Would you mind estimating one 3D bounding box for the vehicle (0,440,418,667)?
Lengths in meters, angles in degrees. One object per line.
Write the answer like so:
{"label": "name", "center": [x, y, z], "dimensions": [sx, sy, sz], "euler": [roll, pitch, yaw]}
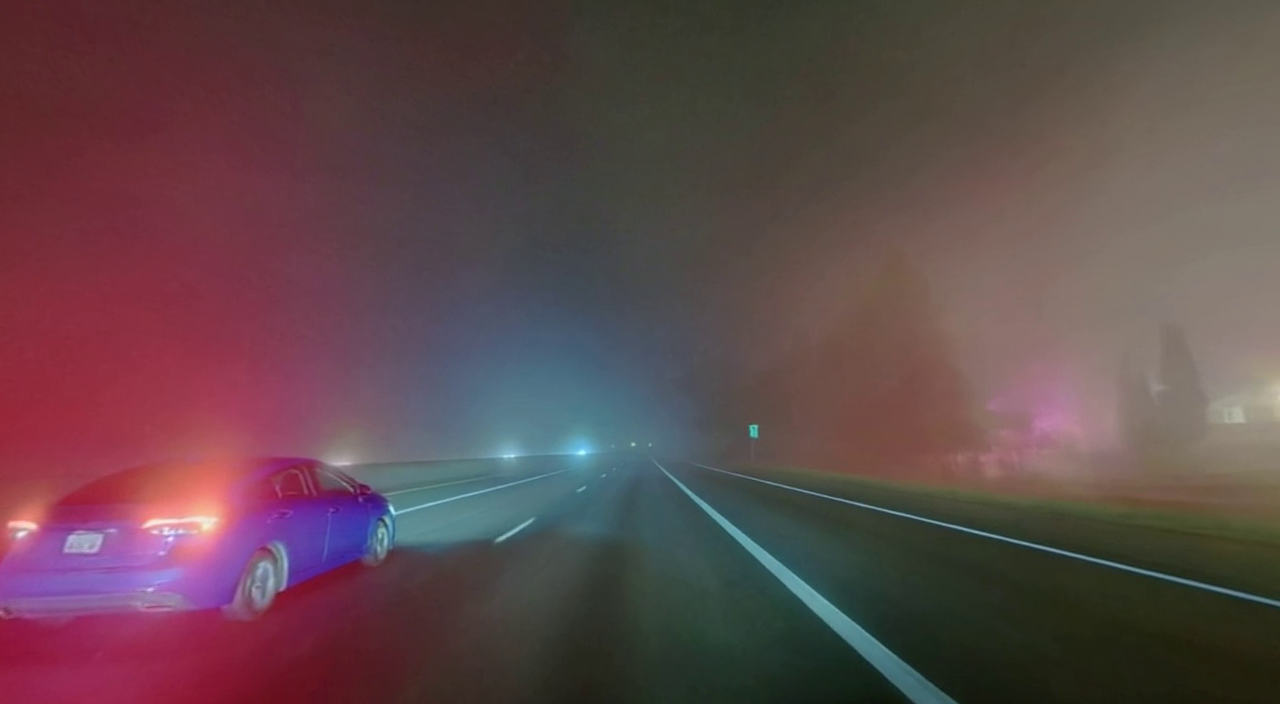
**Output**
{"label": "vehicle", "center": [-3.851, 1.630, 6.141], "dimensions": [1.935, 1.479, 3.787], "euler": [0, -9, 1]}
